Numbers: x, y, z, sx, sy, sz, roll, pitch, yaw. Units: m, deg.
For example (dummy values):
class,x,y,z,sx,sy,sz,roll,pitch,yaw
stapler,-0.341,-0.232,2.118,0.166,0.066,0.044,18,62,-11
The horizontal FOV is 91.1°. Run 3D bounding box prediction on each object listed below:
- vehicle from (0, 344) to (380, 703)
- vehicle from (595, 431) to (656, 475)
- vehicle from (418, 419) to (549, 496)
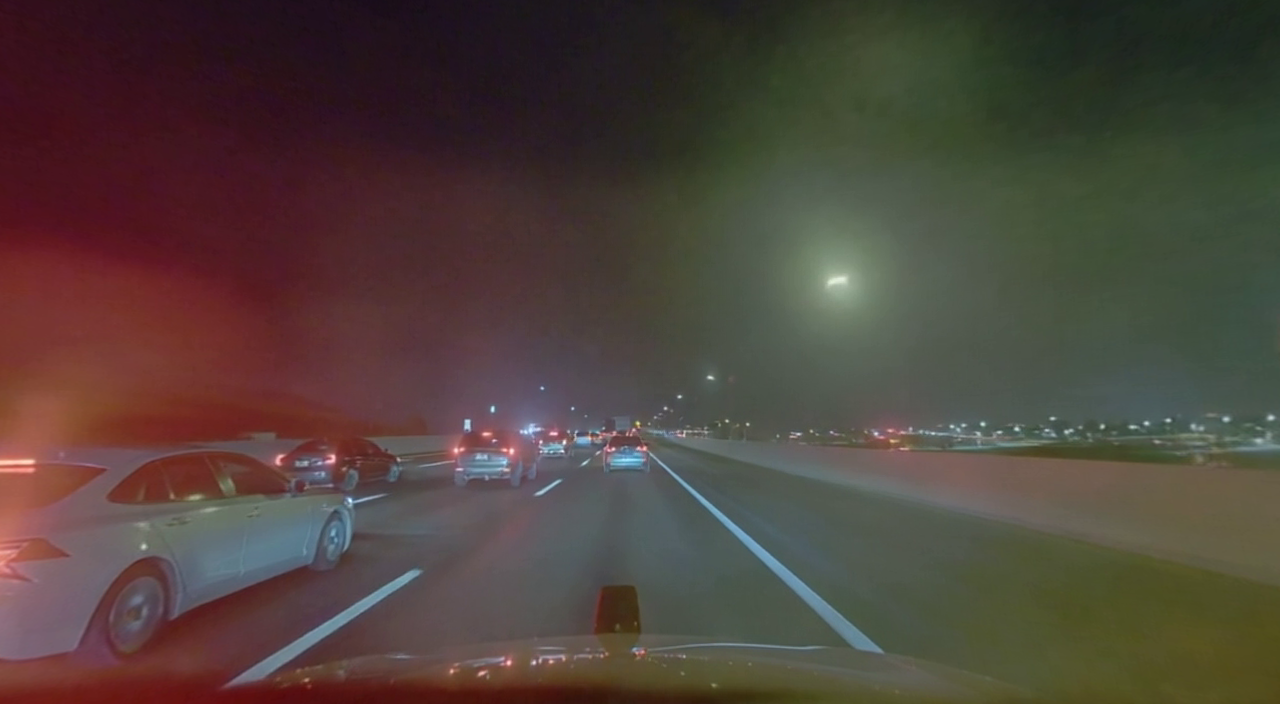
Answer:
class,x,y,z,sx,sy,sz,roll,pitch,yaw
vehicle,-3.843,1.063,4.495,2.107,1.703,4.274,0,-8,0
vehicle,-0.510,3.669,23.062,2.070,1.452,3.834,0,-8,-1
vehicle,-3.803,2.657,16.264,2.154,1.690,4.595,0,-8,1
